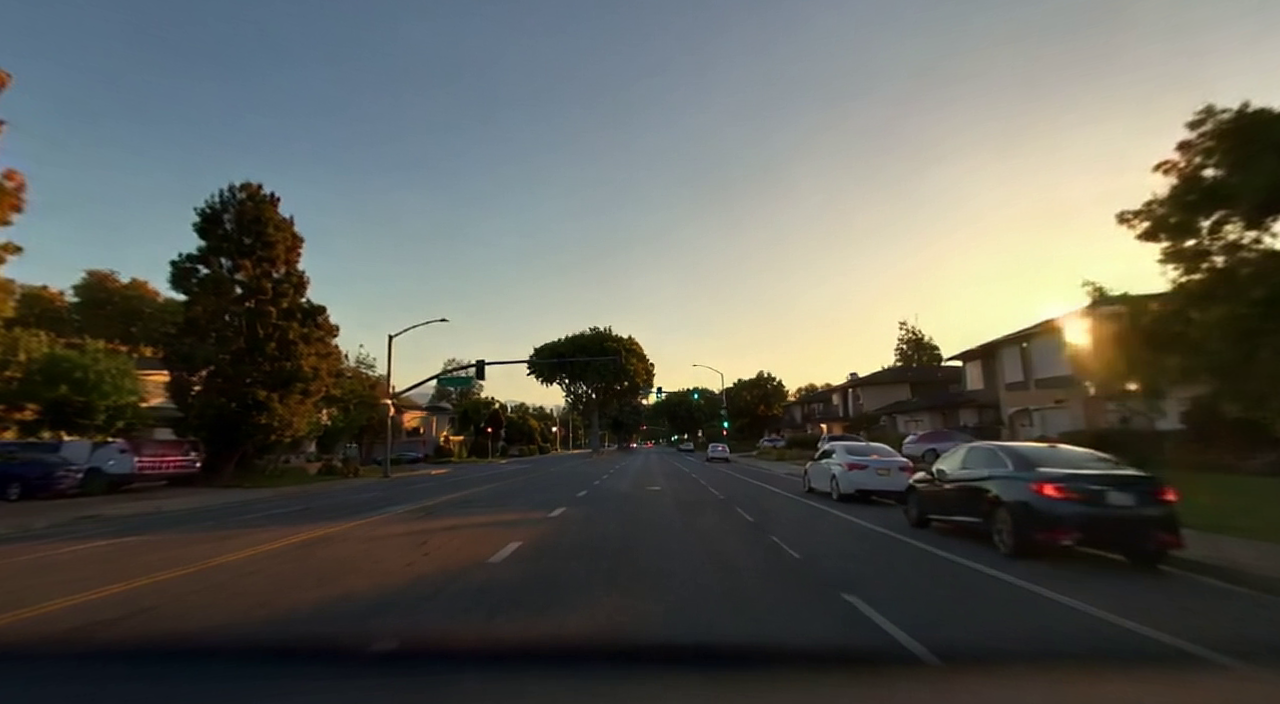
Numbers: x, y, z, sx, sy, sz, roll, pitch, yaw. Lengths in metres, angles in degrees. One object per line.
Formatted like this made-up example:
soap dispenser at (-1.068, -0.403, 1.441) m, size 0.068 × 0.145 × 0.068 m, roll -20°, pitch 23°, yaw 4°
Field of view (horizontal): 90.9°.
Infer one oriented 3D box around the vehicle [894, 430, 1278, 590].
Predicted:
vehicle at (5.056, 1.797, 8.083) m, size 1.895 × 1.487 × 4.176 m, roll 0°, pitch -8°, yaw 1°

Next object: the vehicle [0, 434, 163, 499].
vehicle at (-19.615, 3.856, 21.484) m, size 4.852 × 2.017 × 2.342 m, roll -1°, pitch -8°, yaw 4°

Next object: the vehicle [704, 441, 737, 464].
vehicle at (5.922, 7.449, 46.844) m, size 1.950 × 1.567 × 4.083 m, roll 0°, pitch -8°, yaw 1°

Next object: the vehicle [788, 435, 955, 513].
vehicle at (5.186, 2.786, 14.973) m, size 1.997 × 1.521 × 4.747 m, roll 0°, pitch -8°, yaw -3°
